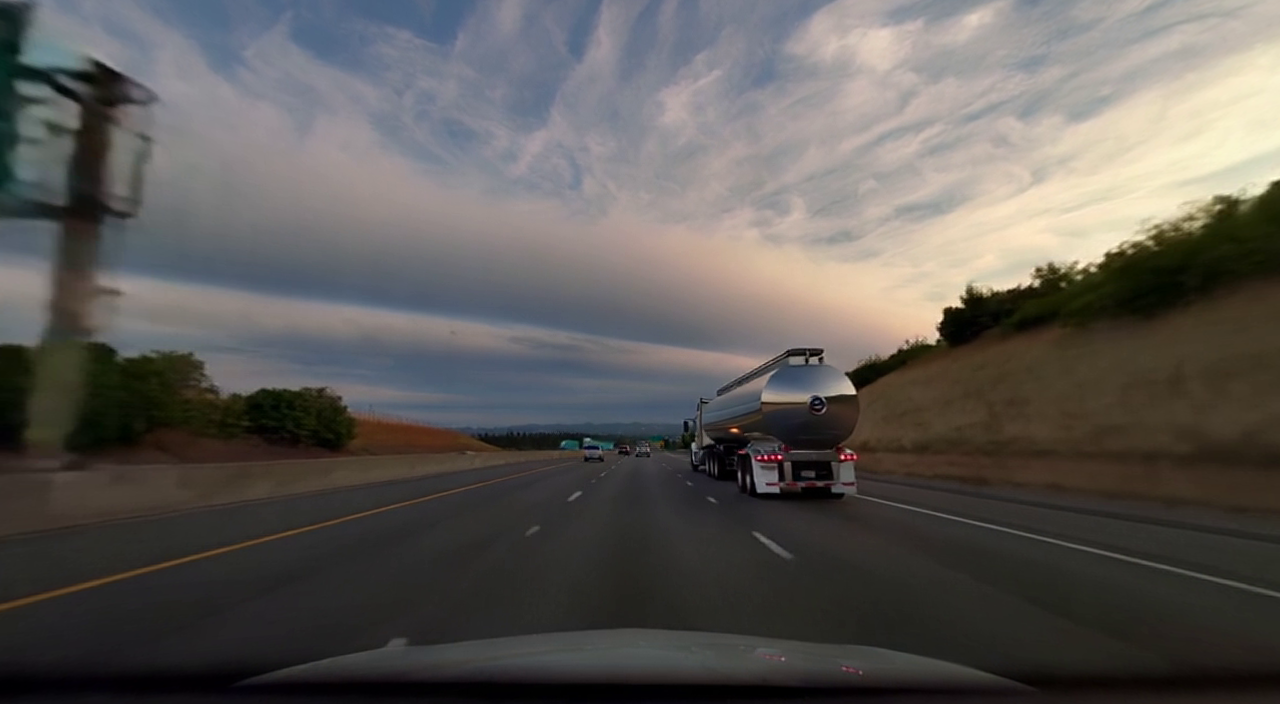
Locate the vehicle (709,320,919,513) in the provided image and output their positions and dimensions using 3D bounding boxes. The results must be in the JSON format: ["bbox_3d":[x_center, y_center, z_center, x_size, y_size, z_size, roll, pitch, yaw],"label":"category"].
[{"bbox_3d":[3.863,1.946,17.056,2.759,3.734,9.708,0,-9,-1],"label":"vehicle"}]

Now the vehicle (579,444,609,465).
[{"bbox_3d":[-3.440,7.755,47.926,1.986,1.458,4.506,0,-9,0],"label":"vehicle"}]
